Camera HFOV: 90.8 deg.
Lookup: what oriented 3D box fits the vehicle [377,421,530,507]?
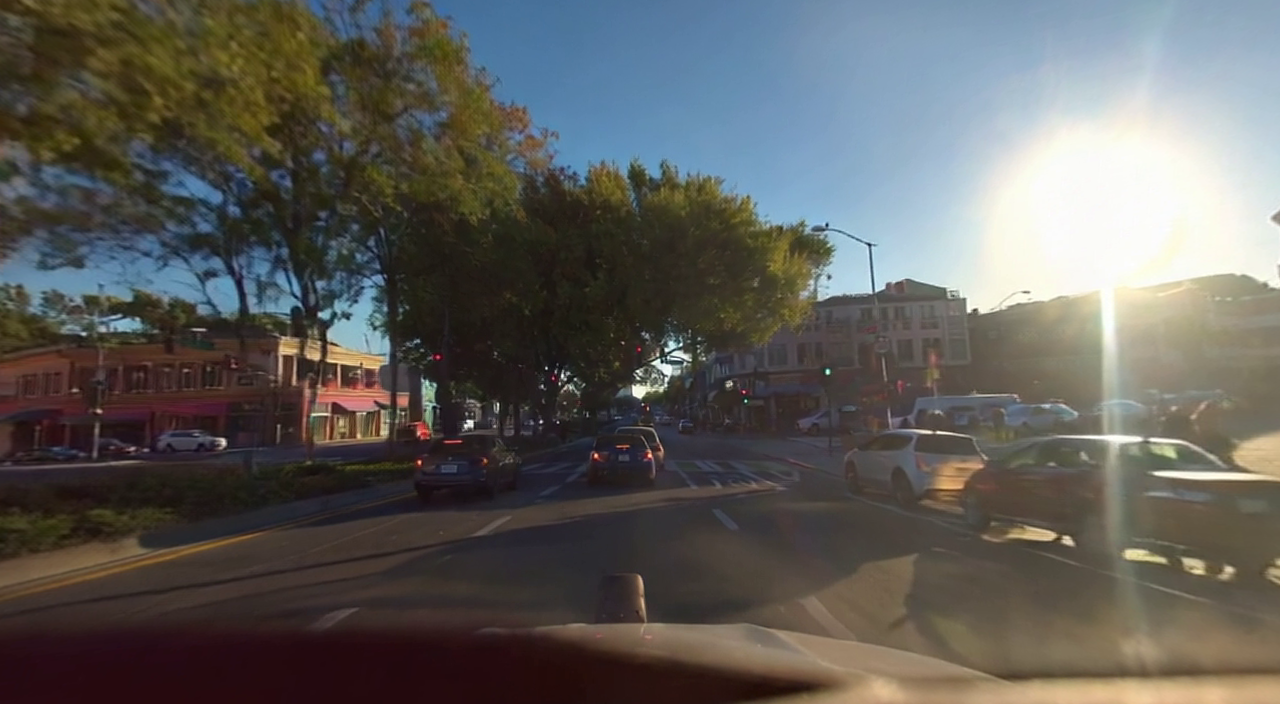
[{"bbox_3d":[-3.732,2.349,13.605,1.934,1.522,4.464,0,-8,0],"label":"vehicle"}]

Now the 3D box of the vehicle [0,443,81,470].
[{"bbox_3d":[-34.165,5.804,35.206,3.957,1.396,2.134,0,-8,1],"label":"vehicle"}]

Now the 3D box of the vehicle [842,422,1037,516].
[{"bbox_3d":[6.201,2.469,13.840,1.904,1.705,4.510,0,-9,-2],"label":"vehicle"}]

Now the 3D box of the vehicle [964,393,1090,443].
[{"bbox_3d":[21.676,3.754,35.537,5.756,2.653,2.403,2,-9,-11],"label":"vehicle"}]

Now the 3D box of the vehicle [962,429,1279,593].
[{"bbox_3d":[6.129,1.797,8.016,1.959,1.513,4.104,0,-8,1],"label":"vehicle"}]

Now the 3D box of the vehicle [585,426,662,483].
[{"bbox_3d":[-0.446,3.075,19.073,2.082,1.520,3.896,0,-8,0],"label":"vehicle"}]

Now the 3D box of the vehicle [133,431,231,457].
[{"bbox_3d":[-27.401,5.539,37.904,4.453,1.471,1.921,-1,-8,4],"label":"vehicle"}]

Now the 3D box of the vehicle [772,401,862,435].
[{"bbox_3d":[13.781,5.191,49.160,6.541,2.480,2.259,3,-9,-19],"label":"vehicle"}]

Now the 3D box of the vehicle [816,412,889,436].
[{"bbox_3d":[15.214,5.177,45.275,4.775,1.604,1.915,3,-9,-20],"label":"vehicle"}]
